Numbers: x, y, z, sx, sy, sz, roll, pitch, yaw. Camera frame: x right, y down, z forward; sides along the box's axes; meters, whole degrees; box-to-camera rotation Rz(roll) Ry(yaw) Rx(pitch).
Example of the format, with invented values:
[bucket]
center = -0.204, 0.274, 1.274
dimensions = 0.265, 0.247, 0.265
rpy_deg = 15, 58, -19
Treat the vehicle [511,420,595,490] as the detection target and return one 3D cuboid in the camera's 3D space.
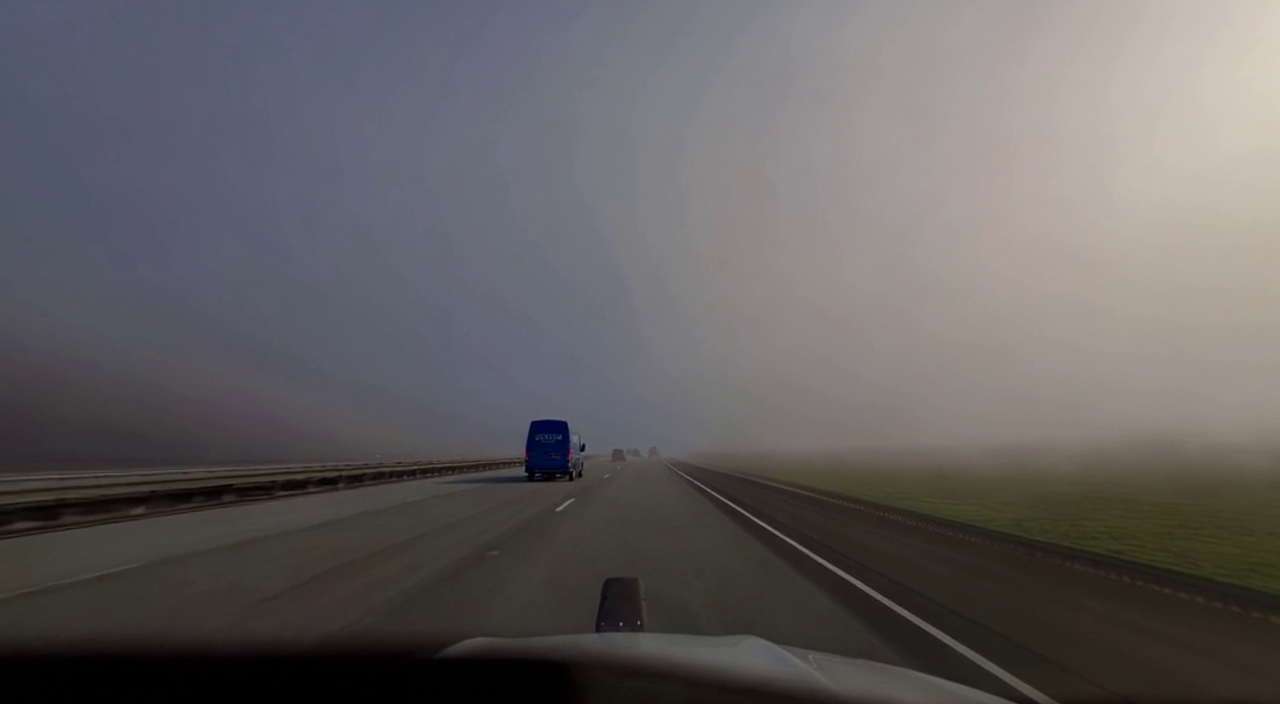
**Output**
[vehicle]
center = -3.154, 3.923, 24.182
dimensions = 2.360, 2.367, 5.223
rpy_deg = 0, -9, 1
